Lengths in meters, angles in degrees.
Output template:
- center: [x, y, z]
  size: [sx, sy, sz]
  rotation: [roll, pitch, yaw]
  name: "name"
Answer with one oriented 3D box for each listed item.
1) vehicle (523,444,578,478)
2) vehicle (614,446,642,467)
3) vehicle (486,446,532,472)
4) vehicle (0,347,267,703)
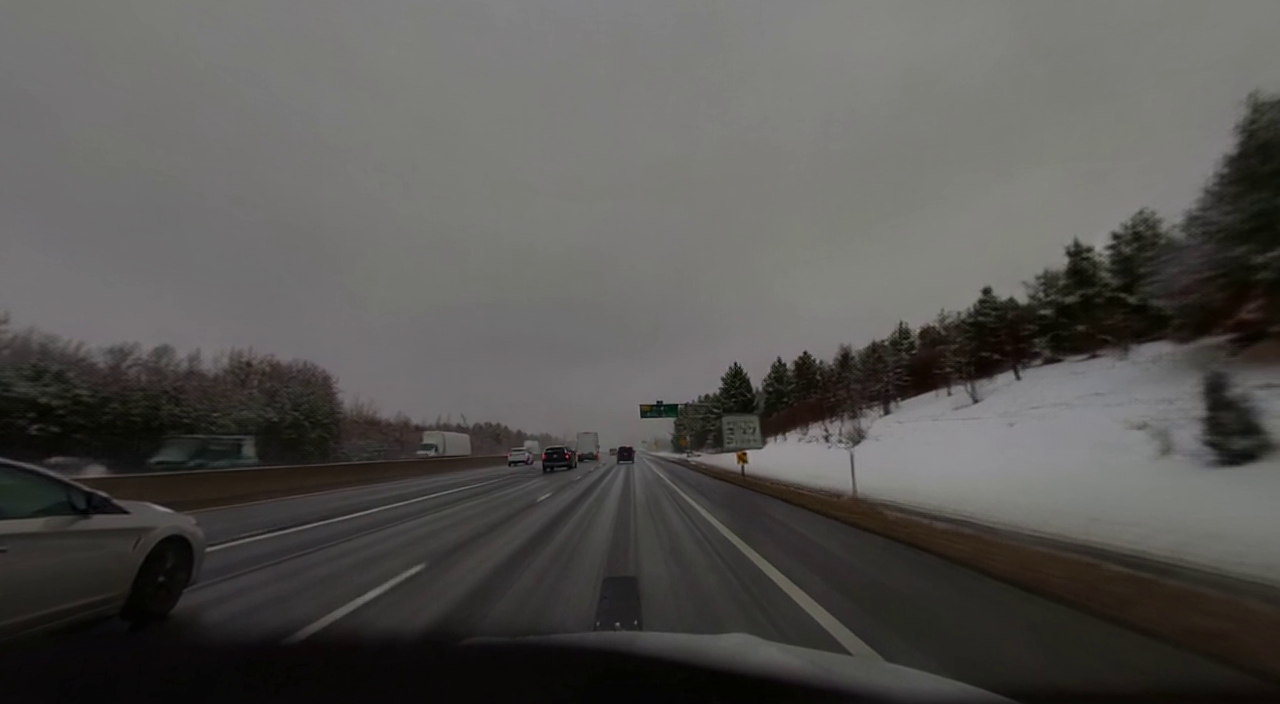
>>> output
- center: [-4.167, 5.135, 29.668]
  size: [1.988, 1.477, 4.118]
  rotation: [0, -9, 0]
  name: "vehicle"
- center: [-0.888, 7.724, 46.538]
  size: [2.023, 1.479, 3.718]
  rotation: [0, -9, -1]
  name: "vehicle"
- center: [-7.904, 6.467, 38.059]
  size: [1.936, 1.516, 3.904]
  rotation: [0, -9, 0]
  name: "vehicle"
- center: [-4.035, 0.840, 2.682]
  size: [2.074, 1.779, 4.588]
  rotation: [0, -9, -1]
  name: "vehicle"
